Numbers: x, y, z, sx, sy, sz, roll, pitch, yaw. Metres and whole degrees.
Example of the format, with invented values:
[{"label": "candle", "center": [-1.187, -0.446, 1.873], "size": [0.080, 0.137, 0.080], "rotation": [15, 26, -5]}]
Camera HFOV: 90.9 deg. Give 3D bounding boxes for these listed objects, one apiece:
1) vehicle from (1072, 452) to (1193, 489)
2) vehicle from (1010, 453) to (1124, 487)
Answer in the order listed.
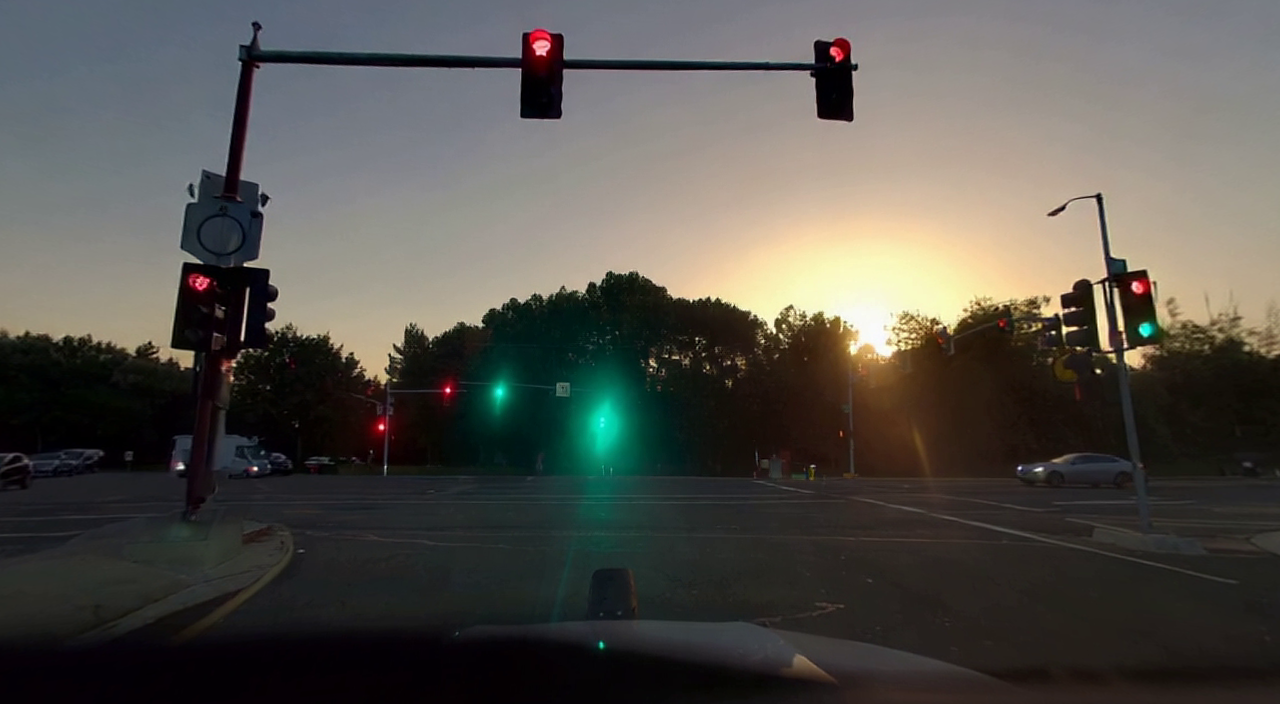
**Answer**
[{"label": "vehicle", "center": [22.703, 5.468, 29.117], "size": [3.998, 1.590, 1.936], "rotation": [1, -10, -6]}, {"label": "vehicle", "center": [22.030, 6.078, 32.592], "size": [4.455, 1.647, 2.124], "rotation": [1, -10, -8]}]
